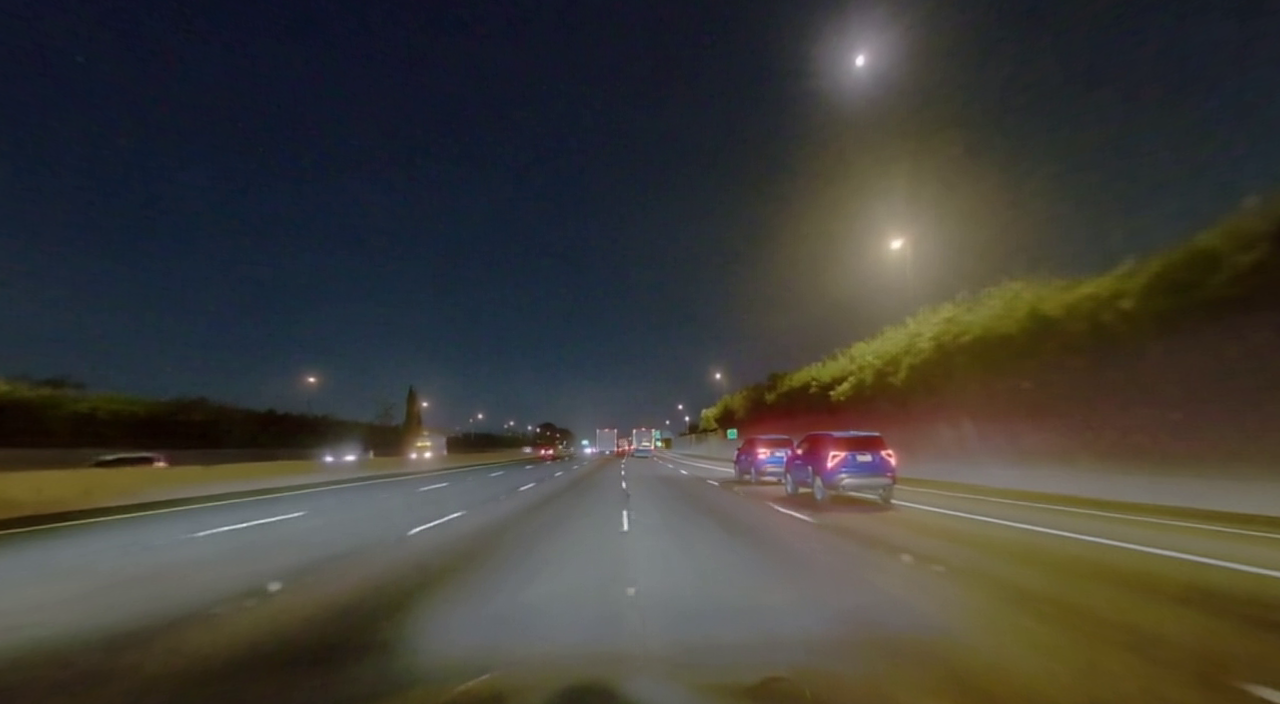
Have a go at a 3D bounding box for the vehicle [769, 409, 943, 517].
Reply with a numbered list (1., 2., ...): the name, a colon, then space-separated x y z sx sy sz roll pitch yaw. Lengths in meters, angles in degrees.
1. vehicle: 5.024 2.683 15.708 2.408 2.210 4.999 0 -8 -2

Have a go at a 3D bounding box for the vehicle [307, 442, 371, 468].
1. vehicle: -20.377 7.003 42.933 2.080 1.639 4.832 0 -8 -1

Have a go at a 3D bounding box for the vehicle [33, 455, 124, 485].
1. vehicle: -27.370 5.731 30.869 1.447 1.315 3.272 0 -8 -1
